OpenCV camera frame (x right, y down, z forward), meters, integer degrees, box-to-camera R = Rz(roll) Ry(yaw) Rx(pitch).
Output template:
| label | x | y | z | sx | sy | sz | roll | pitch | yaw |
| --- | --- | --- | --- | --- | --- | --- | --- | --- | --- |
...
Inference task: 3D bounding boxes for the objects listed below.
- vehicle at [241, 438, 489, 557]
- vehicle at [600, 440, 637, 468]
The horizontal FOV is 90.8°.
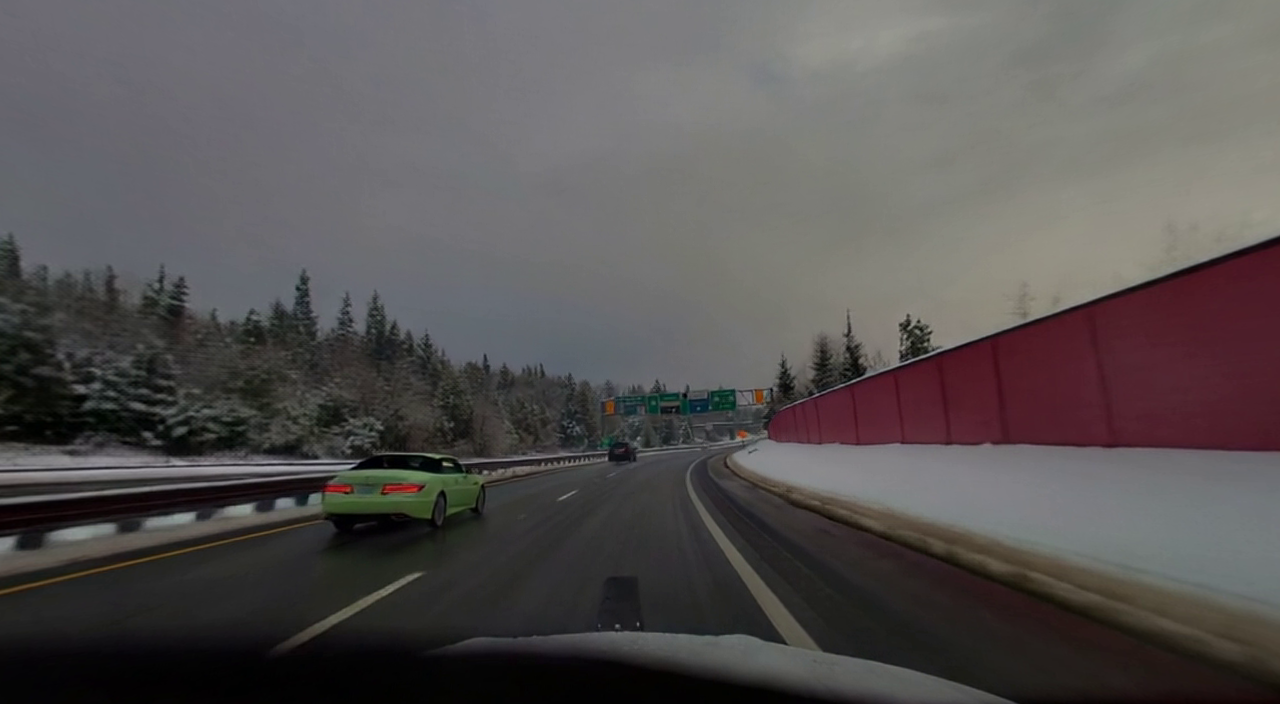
| label | x | y | z | sx | sy | sz | roll | pitch | yaw |
| --- | --- | --- | --- | --- | --- | --- | --- | --- | --- |
| vehicle | -3.853 | 2.095 | 9.819 | 1.746 | 1.405 | 4.339 | -1 | -9 | 2 |
| vehicle | -1.304 | 6.496 | 40.367 | 1.833 | 1.697 | 3.984 | -1 | -9 | 6 |
